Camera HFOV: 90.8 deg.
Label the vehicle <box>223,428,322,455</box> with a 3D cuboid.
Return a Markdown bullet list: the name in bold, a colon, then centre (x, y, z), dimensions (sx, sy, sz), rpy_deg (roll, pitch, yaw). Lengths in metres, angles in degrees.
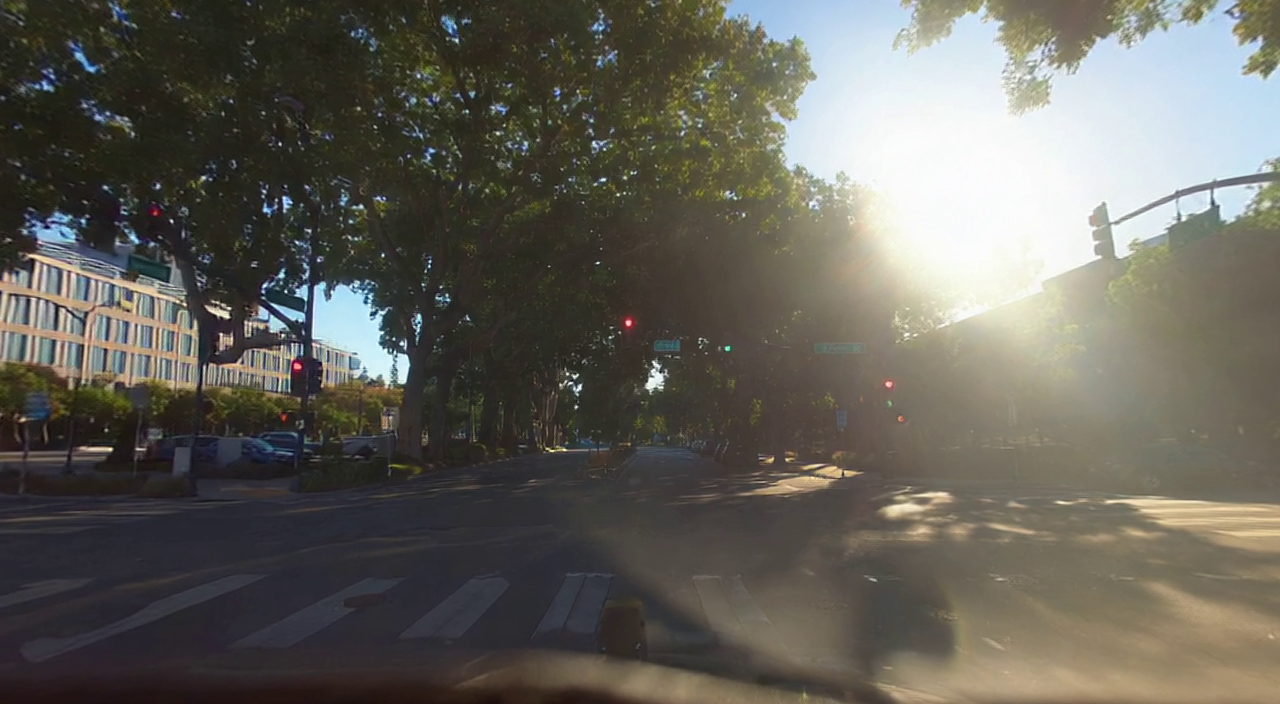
- **vehicle**: centre (-22.407, 5.510, 38.709), dimensions (4.765, 1.593, 1.891), rpy_deg (1, -9, -8)
